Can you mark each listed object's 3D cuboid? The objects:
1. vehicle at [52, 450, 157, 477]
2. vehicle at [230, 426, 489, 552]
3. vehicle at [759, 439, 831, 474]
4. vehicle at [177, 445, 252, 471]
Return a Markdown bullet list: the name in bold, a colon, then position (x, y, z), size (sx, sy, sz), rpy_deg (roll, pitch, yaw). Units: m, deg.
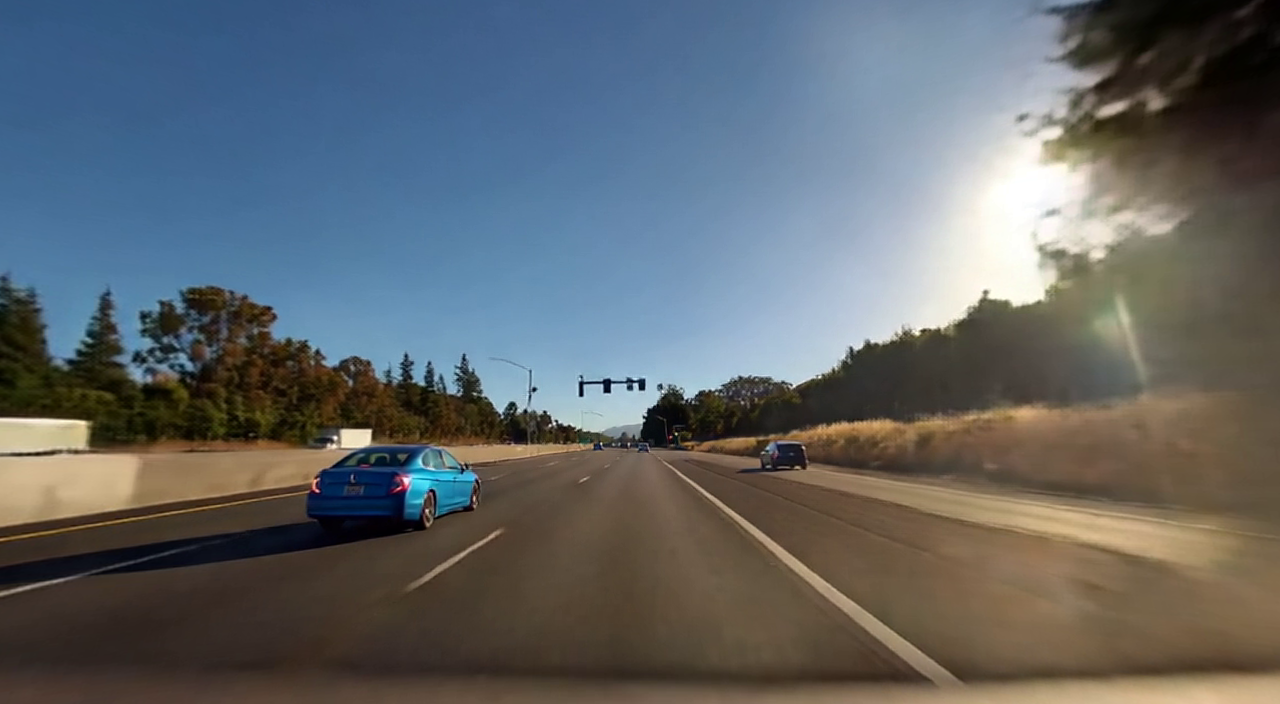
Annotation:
- **vehicle**: position (-32.038, 6.666, 37.890), size (1.799, 1.455, 5.117), rpy_deg (0, -8, 0)
- **vehicle**: position (-3.954, 1.999, 9.936), size (1.987, 1.516, 4.478), rpy_deg (0, -8, 1)
- **vehicle**: position (7.176, 4.885, 29.683), size (2.049, 1.481, 4.774), rpy_deg (0, -8, -2)
- **vehicle**: position (-28.286, 7.033, 42.018), size (1.864, 1.568, 4.344), rpy_deg (0, -8, 1)
